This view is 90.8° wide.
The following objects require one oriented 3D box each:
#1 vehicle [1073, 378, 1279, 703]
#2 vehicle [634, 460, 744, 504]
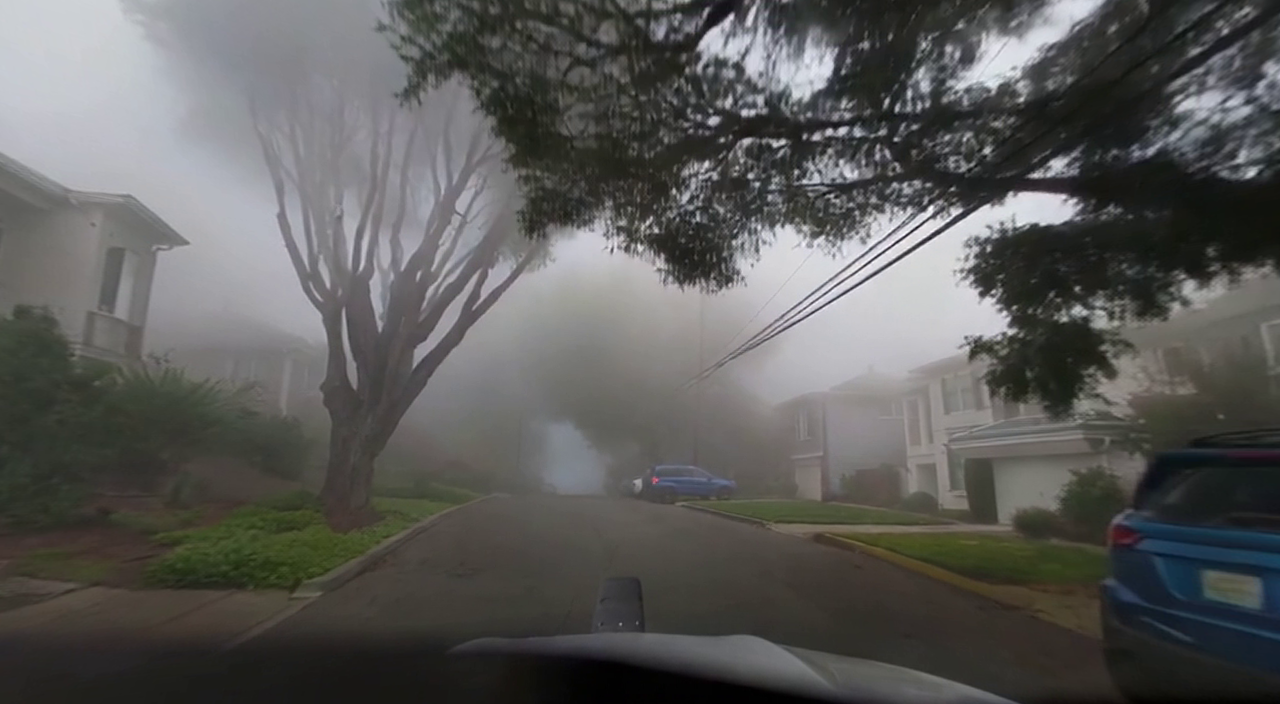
[{"bbox_3d":[4.959,1.269,2.913,4.501,1.678,2.078,8,-9,-1],"label":"vehicle"},{"bbox_3d":[2.068,5.596,27.378,4.413,1.728,1.869,1,-9,-10],"label":"vehicle"}]
